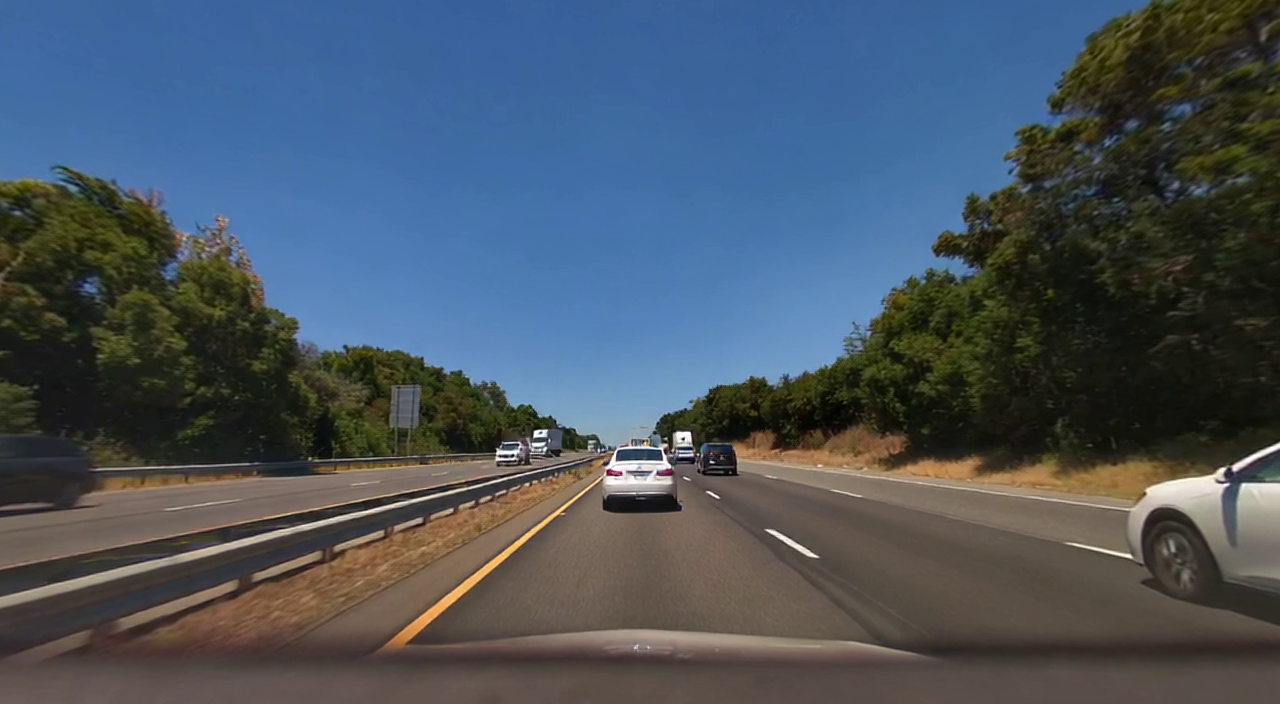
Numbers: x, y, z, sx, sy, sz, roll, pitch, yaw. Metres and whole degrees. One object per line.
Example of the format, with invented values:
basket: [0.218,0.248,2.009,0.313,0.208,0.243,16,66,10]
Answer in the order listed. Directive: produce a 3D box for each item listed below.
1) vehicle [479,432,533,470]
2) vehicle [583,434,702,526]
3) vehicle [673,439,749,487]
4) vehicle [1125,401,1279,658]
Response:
vehicle: [-9.288,6.949,44.261,2.512,2.475,5.406,-1,-9,1]
vehicle: [0.019,2.534,12.910,2.088,1.580,3.657,0,-9,-1]
vehicle: [2.532,4.091,23.383,1.999,1.596,3.990,0,-9,-5]
vehicle: [4.777,0.915,2.842,1.931,1.516,3.995,0,-9,0]
